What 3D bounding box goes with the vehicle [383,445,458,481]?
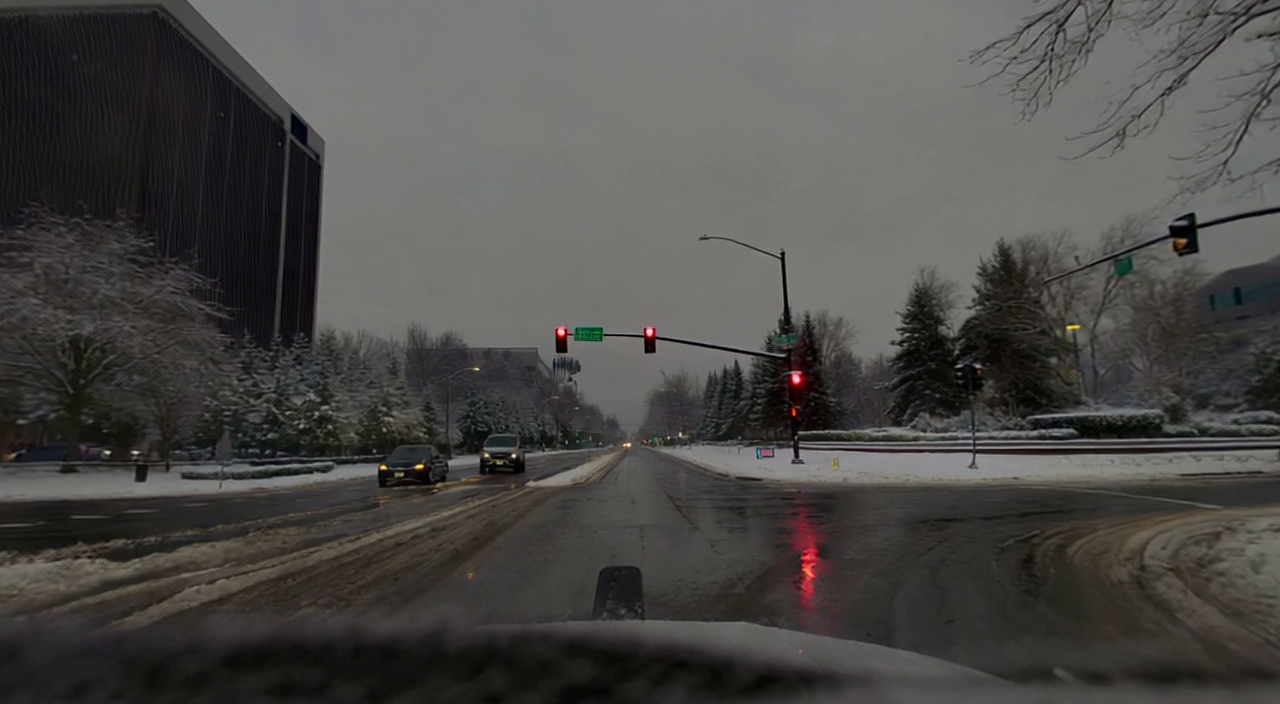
[{"bbox_3d":[-11.672,5.933,33.939,2.069,1.771,4.947,0,-9,3],"label":"vehicle"}]
